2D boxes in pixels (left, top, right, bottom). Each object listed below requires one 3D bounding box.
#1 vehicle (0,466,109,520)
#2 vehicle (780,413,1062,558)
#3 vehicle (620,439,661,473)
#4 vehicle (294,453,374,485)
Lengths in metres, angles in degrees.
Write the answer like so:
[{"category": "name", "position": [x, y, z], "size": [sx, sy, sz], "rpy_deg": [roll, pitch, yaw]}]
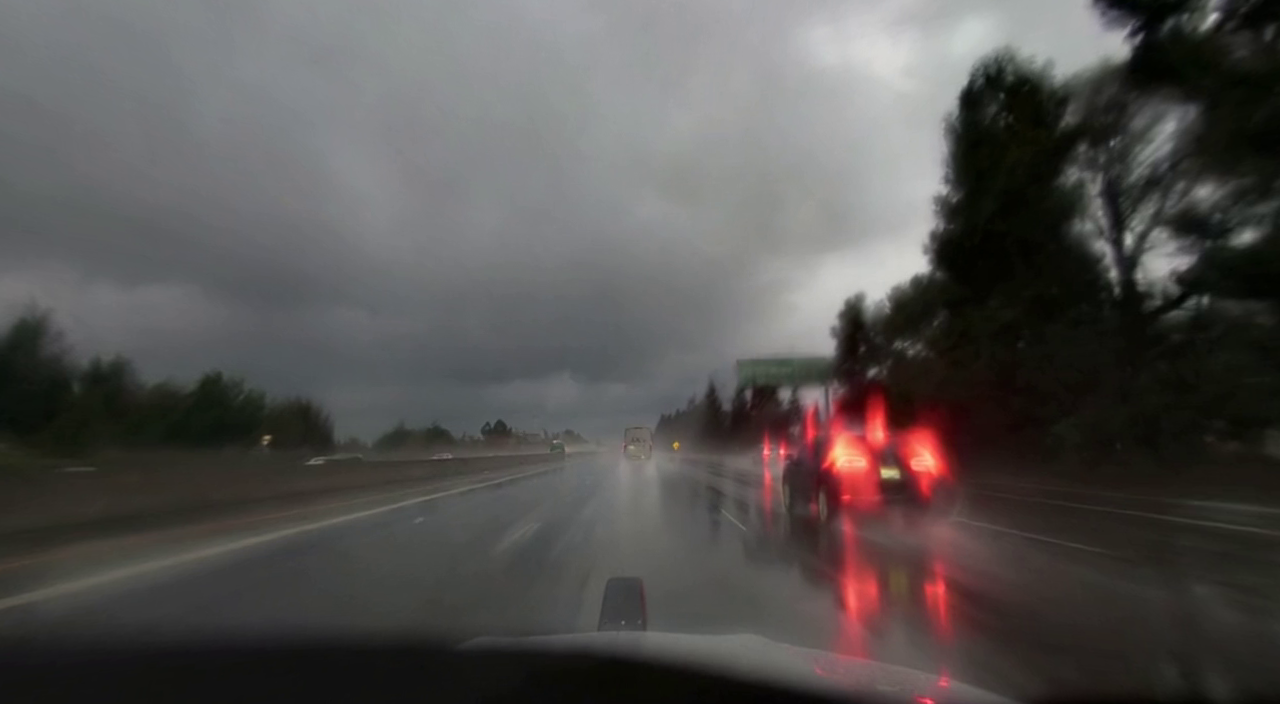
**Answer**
[{"category": "vehicle", "position": [-19.556, 4.362, 19.710], "size": [1.794, 1.457, 4.626], "rpy_deg": [0, -9, 0]}, {"category": "vehicle", "position": [3.704, 1.894, 9.632], "size": [2.008, 1.595, 5.082], "rpy_deg": [0, -9, 1]}, {"category": "vehicle", "position": [0.017, 5.423, 32.931], "size": [2.015, 1.639, 4.086], "rpy_deg": [0, -9, 0]}, {"category": "vehicle", "position": [-15.975, 6.112, 33.184], "size": [1.858, 1.499, 4.422], "rpy_deg": [0, -9, 2]}]
